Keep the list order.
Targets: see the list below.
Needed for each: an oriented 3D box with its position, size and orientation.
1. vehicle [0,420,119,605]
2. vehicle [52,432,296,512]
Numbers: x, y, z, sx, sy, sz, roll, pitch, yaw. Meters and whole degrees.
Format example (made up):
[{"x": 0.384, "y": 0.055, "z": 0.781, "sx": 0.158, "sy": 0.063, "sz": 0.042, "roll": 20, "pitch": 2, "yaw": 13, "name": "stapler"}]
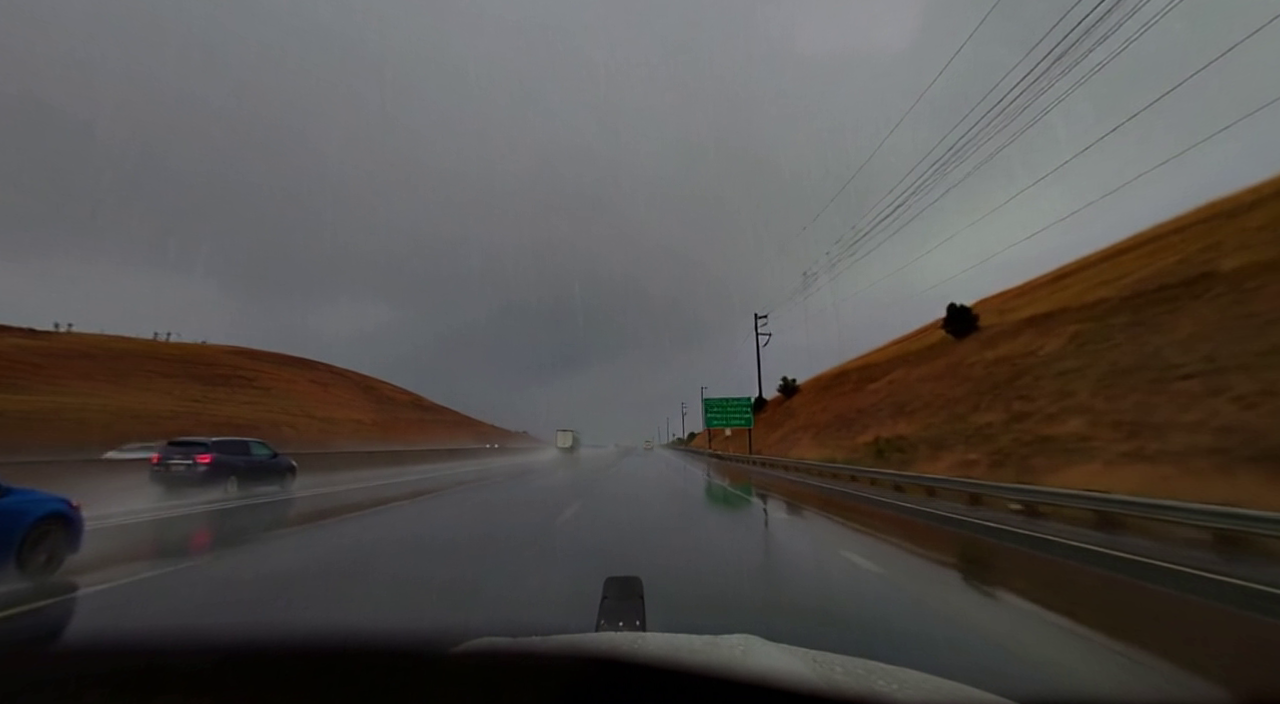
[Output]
[{"x": -6.184, "y": 1.097, "z": 3.820, "sx": 1.955, "sy": 1.469, "sz": 4.554, "roll": 0, "pitch": -8, "yaw": 4, "name": "vehicle"}, {"x": -10.642, "y": 2.749, "z": 15.023, "sx": 1.971, "sy": 1.558, "sz": 4.847, "roll": 0, "pitch": -8, "yaw": 2, "name": "vehicle"}]
